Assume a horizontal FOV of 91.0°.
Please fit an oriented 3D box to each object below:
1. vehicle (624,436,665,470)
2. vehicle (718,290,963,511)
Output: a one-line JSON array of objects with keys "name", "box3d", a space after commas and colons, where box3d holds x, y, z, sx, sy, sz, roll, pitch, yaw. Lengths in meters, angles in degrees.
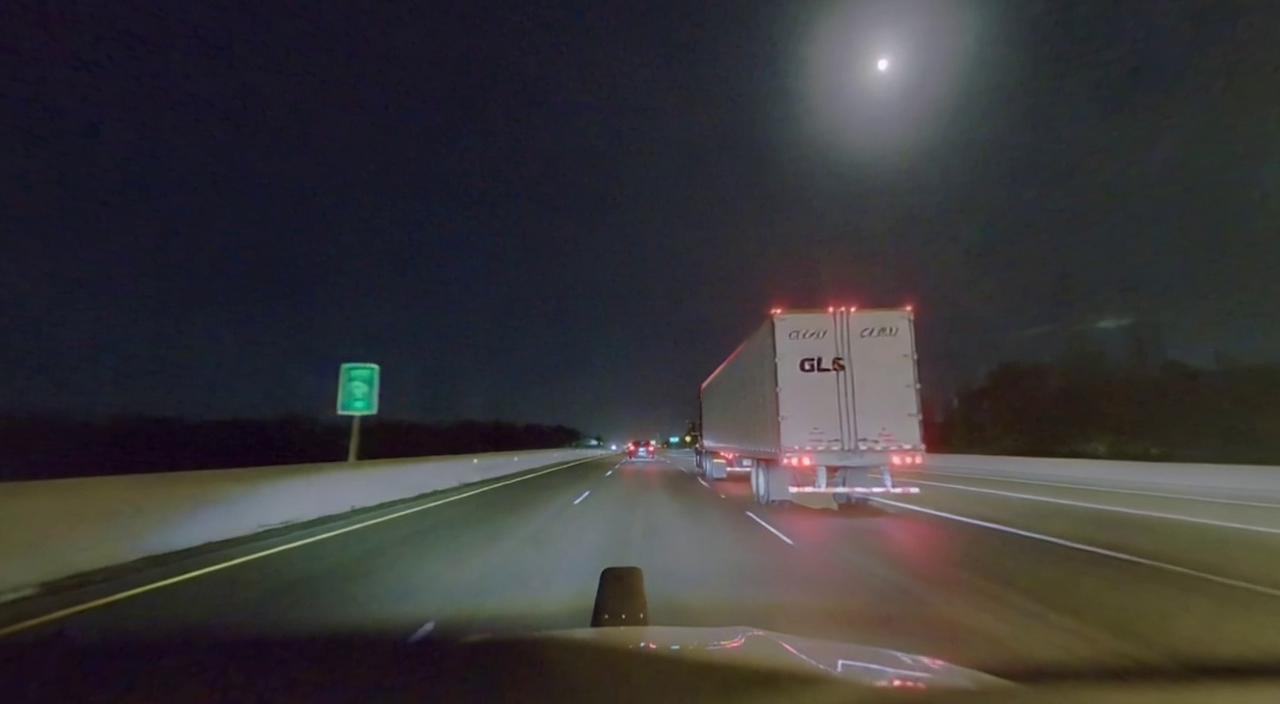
[{"name": "vehicle", "box3d": [0.238, 5.356, 33.570, 2.050, 1.654, 4.192, 0, -8, 0]}, {"name": "vehicle", "box3d": [4.272, 1.598, 16.701, 3.014, 4.068, 10.359, 0, -8, 0]}]
